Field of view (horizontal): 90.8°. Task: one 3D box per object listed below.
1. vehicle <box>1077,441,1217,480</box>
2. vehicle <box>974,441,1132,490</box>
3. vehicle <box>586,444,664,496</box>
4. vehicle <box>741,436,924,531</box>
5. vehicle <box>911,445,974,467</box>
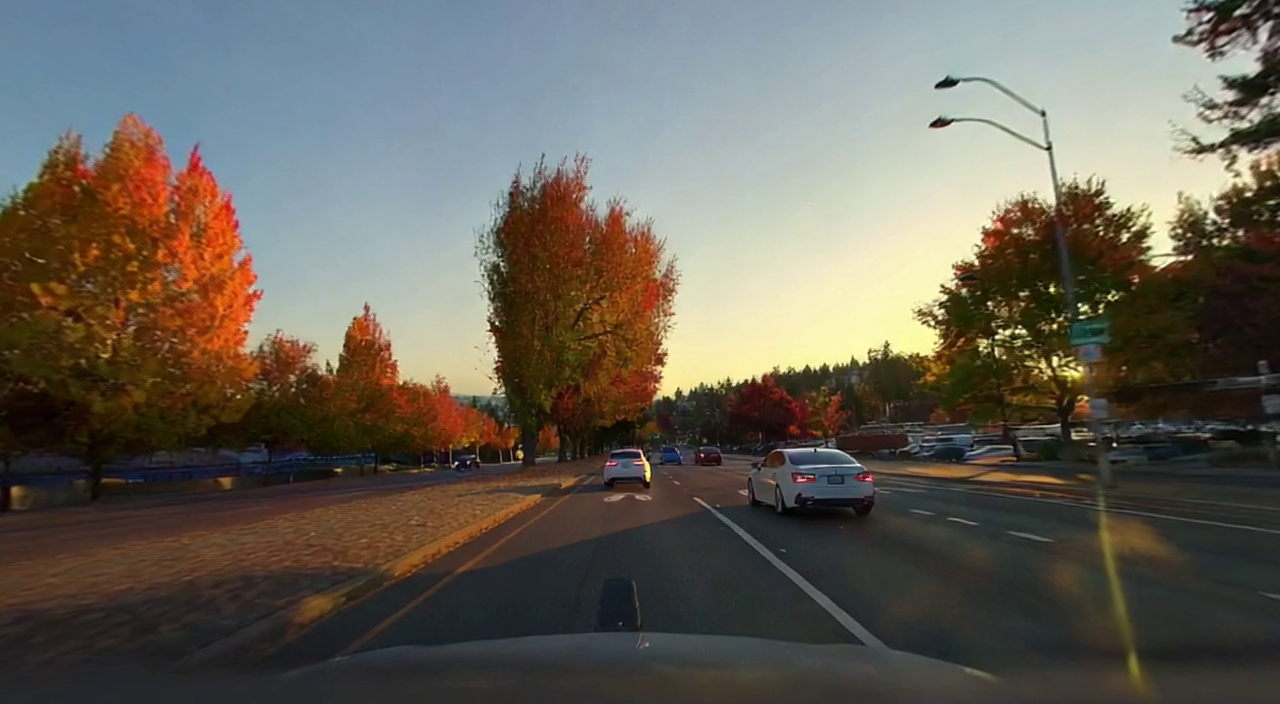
[{"bbox_3d":[20.861,4.460,26.318,1.974,1.478,4.630,0,-8,0],"label":"vehicle"},{"bbox_3d":[14.404,3.959,22.545,2.049,1.521,5.277,0,-8,-1],"label":"vehicle"},{"bbox_3d":[-0.470,3.782,20.723,2.289,1.471,4.477,0,-8,-1],"label":"vehicle"},{"bbox_3d":[3.405,2.418,12.230,2.094,1.480,4.323,0,-9,-1],"label":"vehicle"},{"bbox_3d":[20.637,7.106,43.348,1.890,1.445,4.805,0,-8,-1],"label":"vehicle"}]
